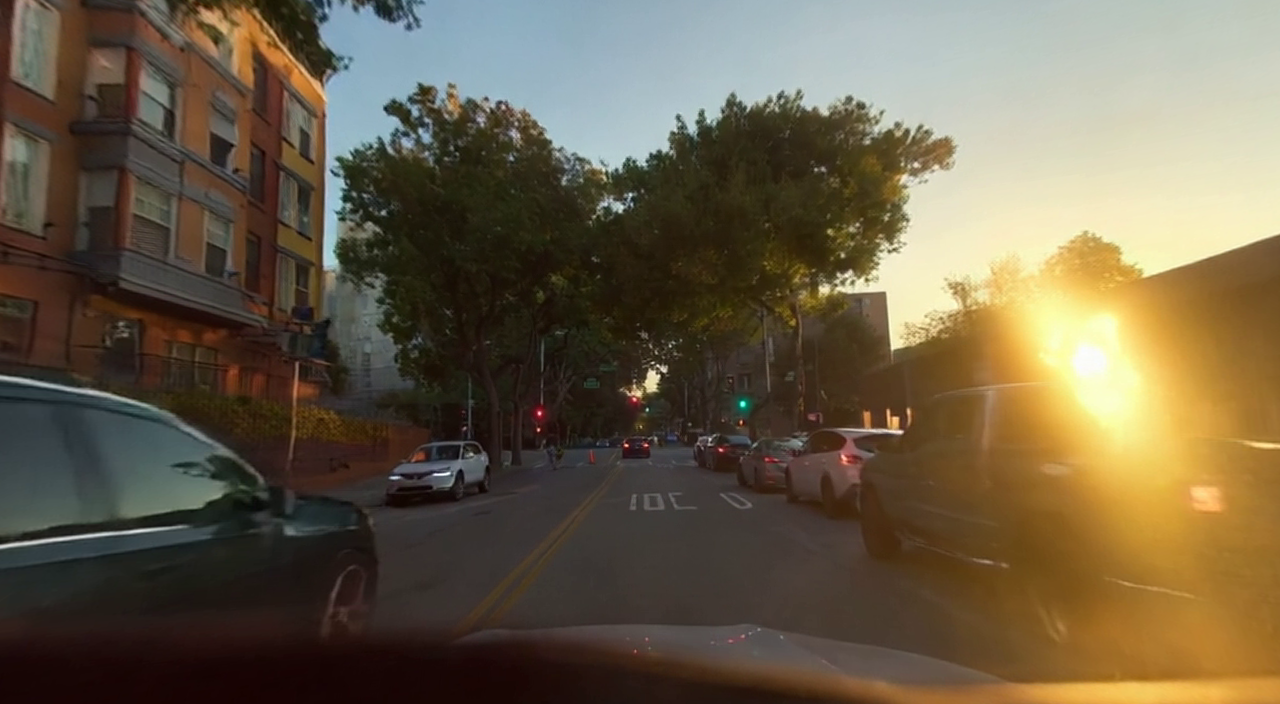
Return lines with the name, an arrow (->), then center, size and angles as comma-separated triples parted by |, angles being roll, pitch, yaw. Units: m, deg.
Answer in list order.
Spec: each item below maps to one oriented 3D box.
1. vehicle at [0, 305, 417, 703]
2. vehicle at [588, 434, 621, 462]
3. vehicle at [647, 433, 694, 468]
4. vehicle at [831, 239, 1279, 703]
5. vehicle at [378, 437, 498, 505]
vehicle -> -2.969, 0.864, 2.249 | 2.333, 1.832, 5.200 | 0, -8, 1
vehicle -> -2.300, 6.363, 41.822 | 1.979, 1.723, 3.849 | 0, -8, 1
vehicle -> 1.572, 4.906, 31.543 | 2.111, 1.619, 4.077 | -1, -9, 6
vehicle -> 3.661, 0.979, 5.232 | 2.356, 2.043, 5.791 | 0, -8, 0
vehicle -> -5.902, 3.505, 19.118 | 2.013, 1.772, 4.439 | -1, -8, 2
